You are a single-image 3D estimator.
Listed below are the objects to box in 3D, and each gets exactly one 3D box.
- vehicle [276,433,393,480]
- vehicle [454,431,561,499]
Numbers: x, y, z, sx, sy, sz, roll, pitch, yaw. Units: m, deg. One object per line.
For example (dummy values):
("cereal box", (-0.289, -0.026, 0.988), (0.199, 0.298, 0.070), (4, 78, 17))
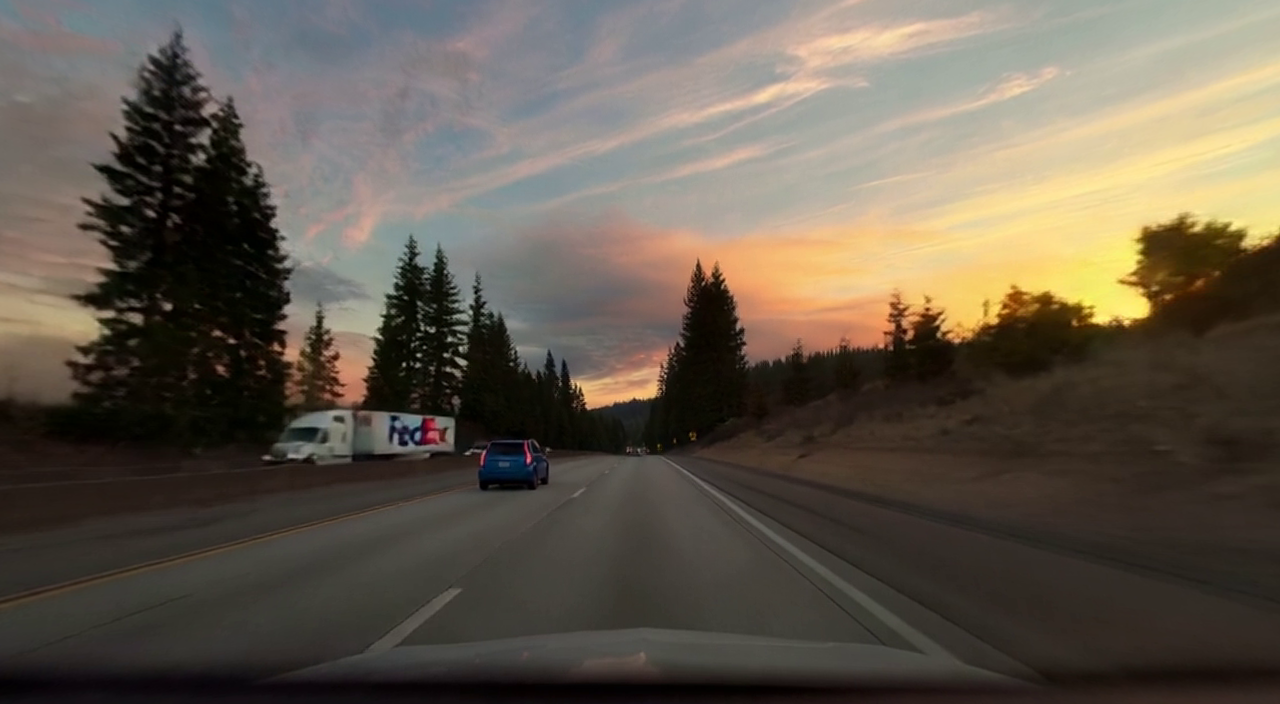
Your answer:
("vehicle", (-13.990, 4.809, 29.292), (2.398, 1.925, 5.914), (0, -8, 1))
("vehicle", (-3.713, 3.261, 18.567), (2.084, 1.752, 4.479), (0, -8, 2))
